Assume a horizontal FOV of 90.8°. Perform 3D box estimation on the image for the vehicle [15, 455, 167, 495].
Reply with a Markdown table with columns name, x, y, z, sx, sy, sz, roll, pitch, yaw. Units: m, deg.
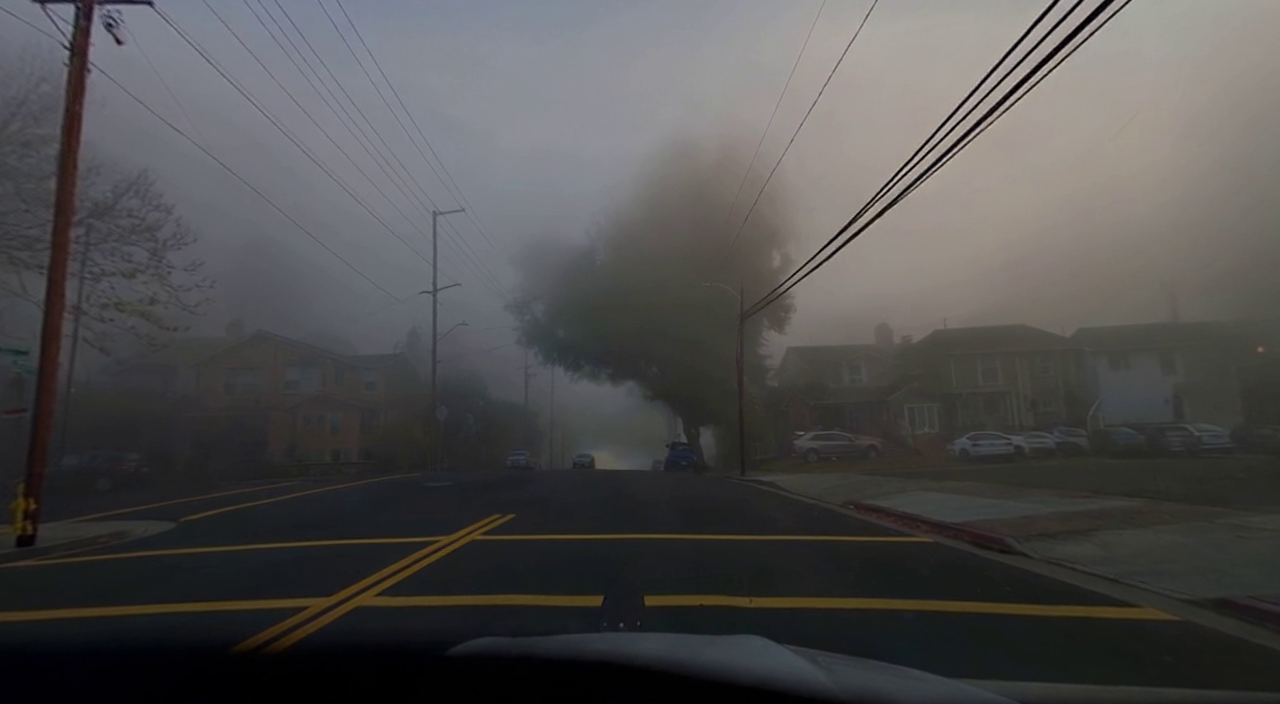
| name | x | y | z | sx | sy | sz | roll | pitch | yaw |
| --- | --- | --- | --- | --- | --- | --- | --- | --- | --- |
| vehicle | -22.309 | 4.991 | 25.802 | 4.424 | 1.486 | 1.814 | 0 | -8 | -2 |

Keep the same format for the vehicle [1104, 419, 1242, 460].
| name | x | y | z | sx | sy | sz | roll | pitch | yaw |
| --- | --- | --- | --- | --- | --- | --- | --- | --- | --- |
| vehicle | 22.389 | 3.717 | 26.659 | 4.002 | 1.505 | 2.061 | -1 | -10 | -5 |

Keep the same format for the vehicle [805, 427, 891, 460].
| name | x | y | z | sx | sy | sz | roll | pitch | yaw |
| --- | --- | --- | --- | --- | --- | --- | --- | --- | --- |
| vehicle | 11.217 | 4.928 | 33.939 | 4.509 | 1.664 | 1.981 | 6 | -10 | -34 |

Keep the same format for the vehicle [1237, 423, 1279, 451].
| name | x | y | z | sx | sy | sz | roll | pitch | yaw |
| --- | --- | --- | --- | --- | --- | --- | --- | --- | --- |
| vehicle | 33.073 | 4.418 | 32.713 | 3.433 | 1.389 | 1.683 | 3 | -9 | -22 |

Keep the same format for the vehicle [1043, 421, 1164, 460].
| name | x | y | z | sx | sy | sz | roll | pitch | yaw |
| --- | --- | --- | --- | --- | --- | --- | --- | --- | --- |
| vehicle | 22.099 | 4.175 | 30.352 | 4.320 | 1.673 | 1.957 | -2 | -5 | 24 |

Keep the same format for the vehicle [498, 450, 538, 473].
| name | x | y | z | sx | sy | sz | roll | pitch | yaw |
| --- | --- | --- | --- | --- | --- | --- | --- | --- | --- |
| vehicle | -8.560 | 7.682 | 44.542 | 2.066 | 1.472 | 4.353 | 0 | -8 | -2 |

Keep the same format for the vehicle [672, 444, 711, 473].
| name | x | y | z | sx | sy | sz | roll | pitch | yaw |
| --- | --- | --- | --- | --- | --- | --- | --- | --- | --- |
| vehicle | 3.236 | 6.802 | 40.526 | 1.993 | 1.755 | 4.256 | 0 | -8 | -2 |
